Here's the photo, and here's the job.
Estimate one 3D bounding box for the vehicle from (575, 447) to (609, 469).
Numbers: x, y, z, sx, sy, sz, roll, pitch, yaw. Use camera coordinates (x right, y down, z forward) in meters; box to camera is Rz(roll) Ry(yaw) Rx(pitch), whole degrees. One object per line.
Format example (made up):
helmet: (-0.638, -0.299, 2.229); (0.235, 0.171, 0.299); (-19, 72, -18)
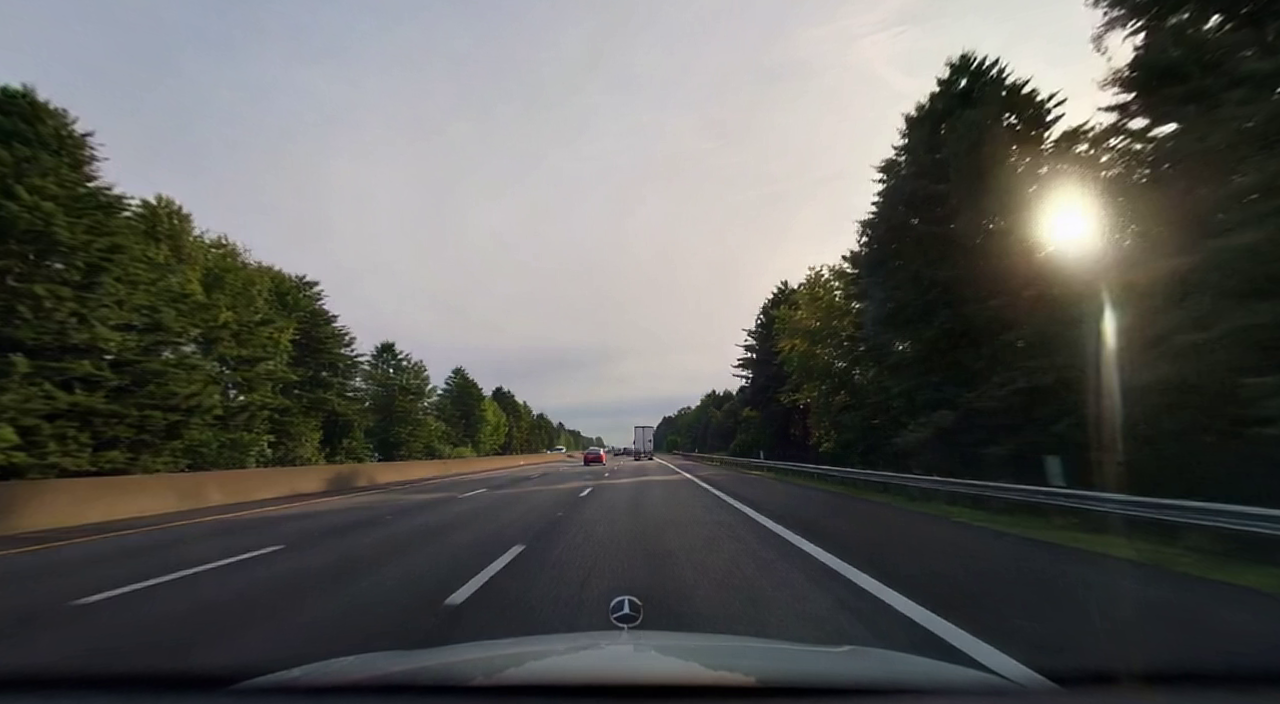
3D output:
vehicle: (-3.397, 7.542, 44.959); (2.085, 1.506, 4.101); (0, -9, 0)
